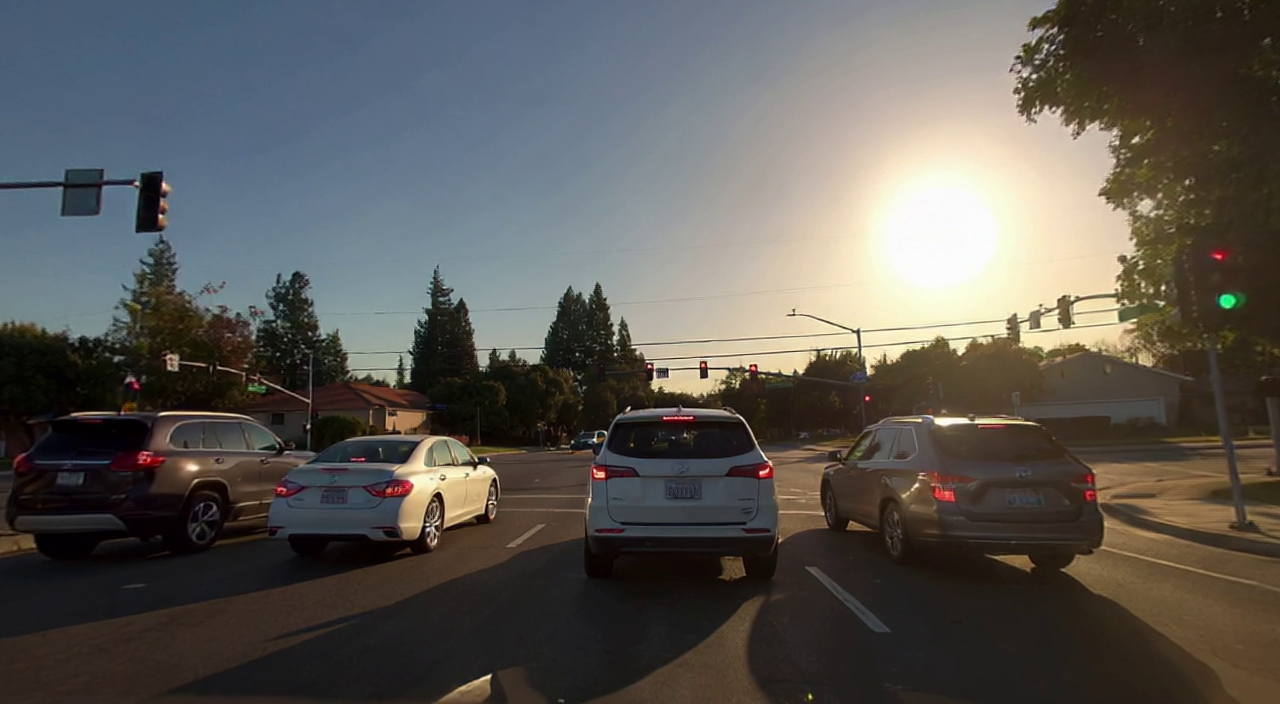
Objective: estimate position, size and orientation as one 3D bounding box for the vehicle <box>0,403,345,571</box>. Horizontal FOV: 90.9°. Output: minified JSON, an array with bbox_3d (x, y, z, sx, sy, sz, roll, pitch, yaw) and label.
[{"bbox_3d":[-6.634,1.817,9.306,2.075,1.796,4.785,0,-8,2],"label":"vehicle"}]

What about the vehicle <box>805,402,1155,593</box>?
[{"bbox_3d":[3.530,1.588,7.747,2.047,1.638,4.395,-1,-8,4],"label":"vehicle"}]

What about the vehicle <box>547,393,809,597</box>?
[{"bbox_3d":[0.395,1.515,7.486,2.198,1.708,4.170,0,-8,2],"label":"vehicle"}]

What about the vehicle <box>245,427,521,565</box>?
[{"bbox_3d":[-3.234,1.888,9.103,1.885,1.475,4.359,-1,-8,4],"label":"vehicle"}]
